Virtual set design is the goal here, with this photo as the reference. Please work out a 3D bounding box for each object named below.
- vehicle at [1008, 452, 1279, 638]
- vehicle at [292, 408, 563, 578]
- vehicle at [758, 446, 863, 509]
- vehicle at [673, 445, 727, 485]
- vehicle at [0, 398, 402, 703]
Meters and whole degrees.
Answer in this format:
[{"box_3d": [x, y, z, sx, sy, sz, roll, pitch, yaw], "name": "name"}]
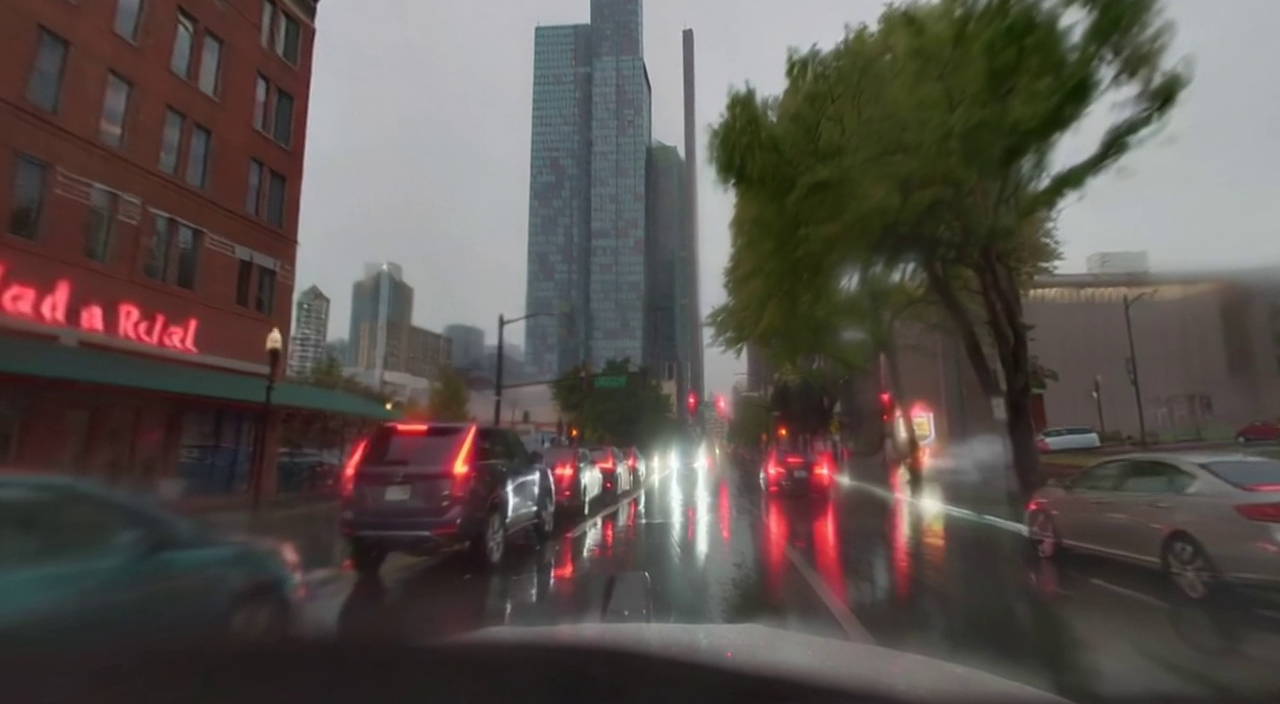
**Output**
[{"box_3d": [6.242, 1.854, 6.950, 1.956, 1.446, 4.537, 0, -9, 5], "name": "vehicle"}, {"box_3d": [-2.600, 1.864, 9.096, 2.043, 1.819, 4.294, 0, -9, 6], "name": "vehicle"}, {"box_3d": [4.510, 3.370, 17.423, 2.150, 1.464, 4.467, -1, -9, 7], "name": "vehicle"}, {"box_3d": [2.566, 4.754, 26.682, 2.102, 1.521, 4.078, 0, -9, 6], "name": "vehicle"}, {"box_3d": [-2.986, 0.992, 2.541, 2.214, 1.496, 4.648, 0, -9, 0], "name": "vehicle"}]
